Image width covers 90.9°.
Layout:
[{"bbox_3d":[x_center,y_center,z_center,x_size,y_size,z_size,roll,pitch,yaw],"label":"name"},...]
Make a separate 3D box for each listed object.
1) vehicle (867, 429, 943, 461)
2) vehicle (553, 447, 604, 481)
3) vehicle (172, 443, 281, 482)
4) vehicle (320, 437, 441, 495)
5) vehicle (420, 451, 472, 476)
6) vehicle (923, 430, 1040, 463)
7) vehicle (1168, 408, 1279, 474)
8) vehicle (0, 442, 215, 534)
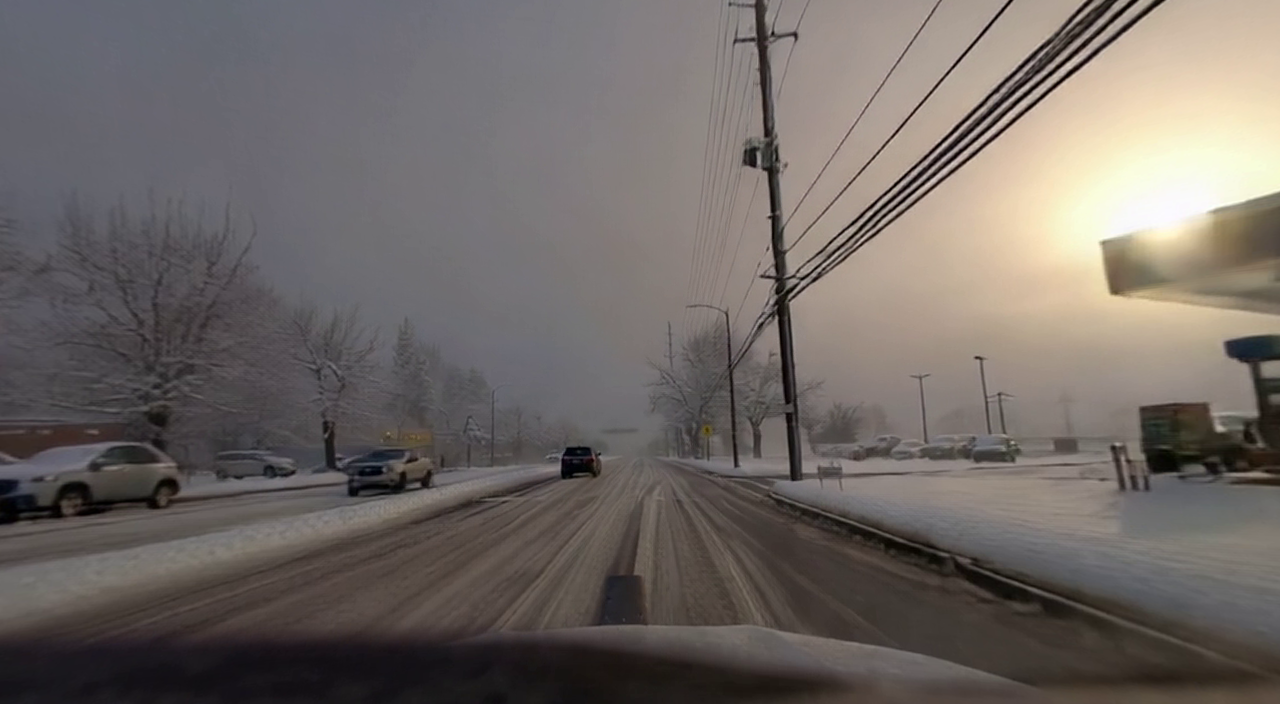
[{"bbox_3d":[17.956,6.297,43.016,2.020,1.972,4.983,3,-8,-17],"label":"vehicle"},{"bbox_3d":[-2.926,5.415,30.827,2.073,1.525,3.968,0,-8,0],"label":"vehicle"},{"bbox_3d":[-23.152,6.196,35.447,4.657,1.806,2.132,-3,-9,-1],"label":"vehicle"},{"bbox_3d":[-10.141,4.467,25.242,2.437,2.069,5.159,-1,-8,3],"label":"vehicle"},{"bbox_3d":[-13.573,7.803,44.340,2.091,1.538,4.451,-1,-8,2],"label":"vehicle"},{"bbox_3d":[17.838,4.954,33.103,4.943,1.646,2.072,0,-8,-1],"label":"vehicle"},{"bbox_3d":[17.388,2.454,17.347,1.902,1.662,4.615,-1,-8,4],"label":"vehicle"},{"bbox_3d":[-14.811,3.611,17.552,2.353,2.144,4.847,-1,-8,3],"label":"vehicle"}]
